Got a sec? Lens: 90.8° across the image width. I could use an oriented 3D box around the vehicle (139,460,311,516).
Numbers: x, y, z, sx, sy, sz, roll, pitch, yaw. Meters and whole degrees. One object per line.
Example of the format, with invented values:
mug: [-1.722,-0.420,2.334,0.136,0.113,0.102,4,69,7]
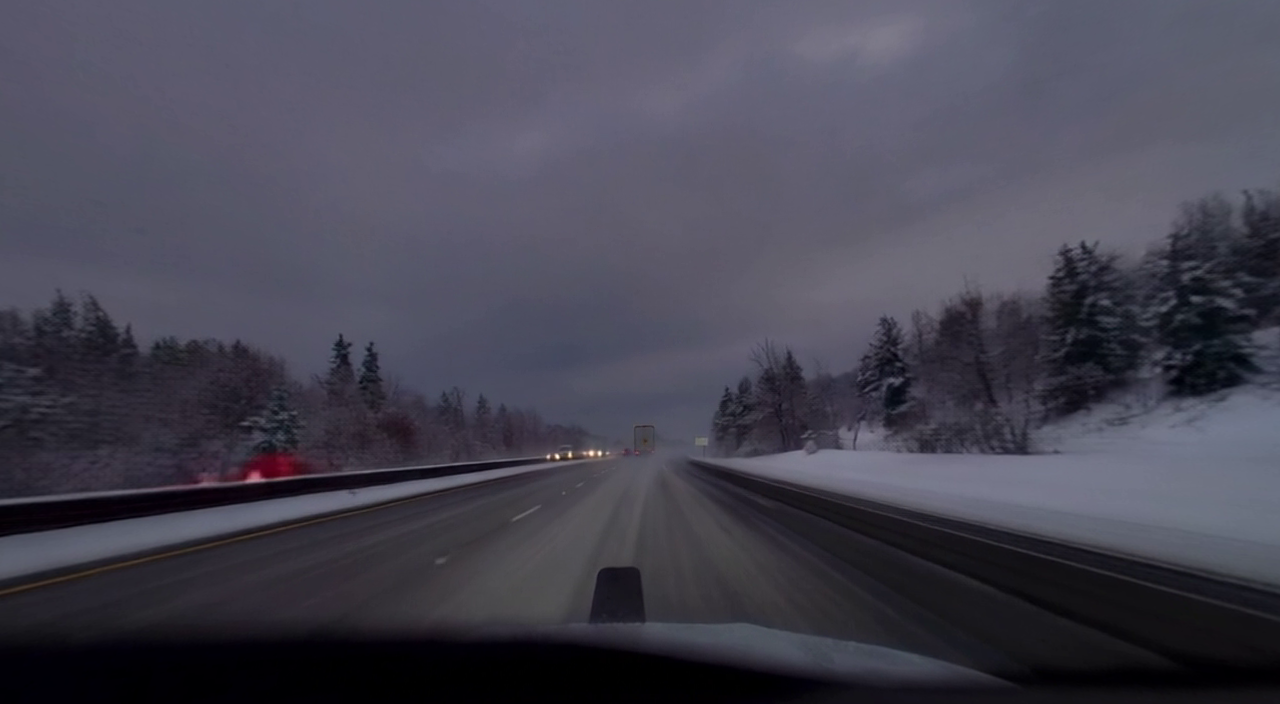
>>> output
vehicle: [-12.937,4.238,20.196,2.086,1.456,5.044,0,-9,0]
